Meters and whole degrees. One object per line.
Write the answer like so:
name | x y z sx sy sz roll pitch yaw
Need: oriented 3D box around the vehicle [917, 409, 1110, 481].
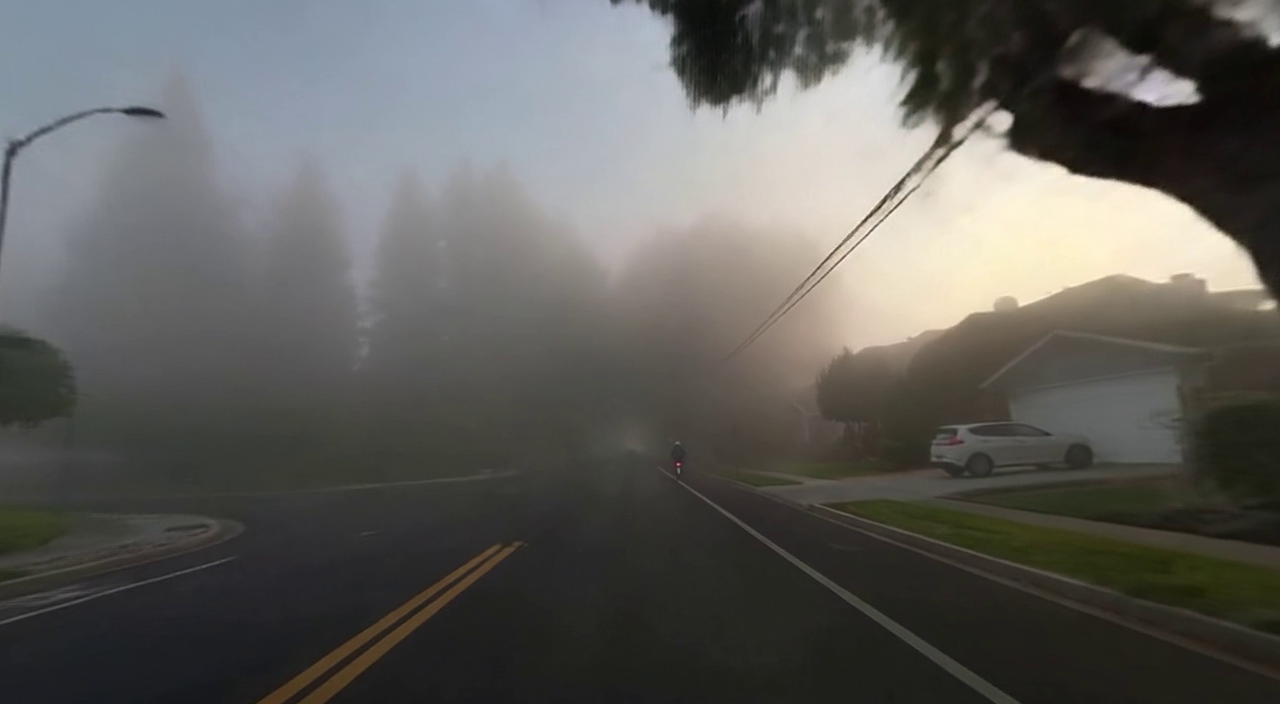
vehicle | 10.318 2.606 17.764 4.146 1.866 1.897 -1 -9 6
